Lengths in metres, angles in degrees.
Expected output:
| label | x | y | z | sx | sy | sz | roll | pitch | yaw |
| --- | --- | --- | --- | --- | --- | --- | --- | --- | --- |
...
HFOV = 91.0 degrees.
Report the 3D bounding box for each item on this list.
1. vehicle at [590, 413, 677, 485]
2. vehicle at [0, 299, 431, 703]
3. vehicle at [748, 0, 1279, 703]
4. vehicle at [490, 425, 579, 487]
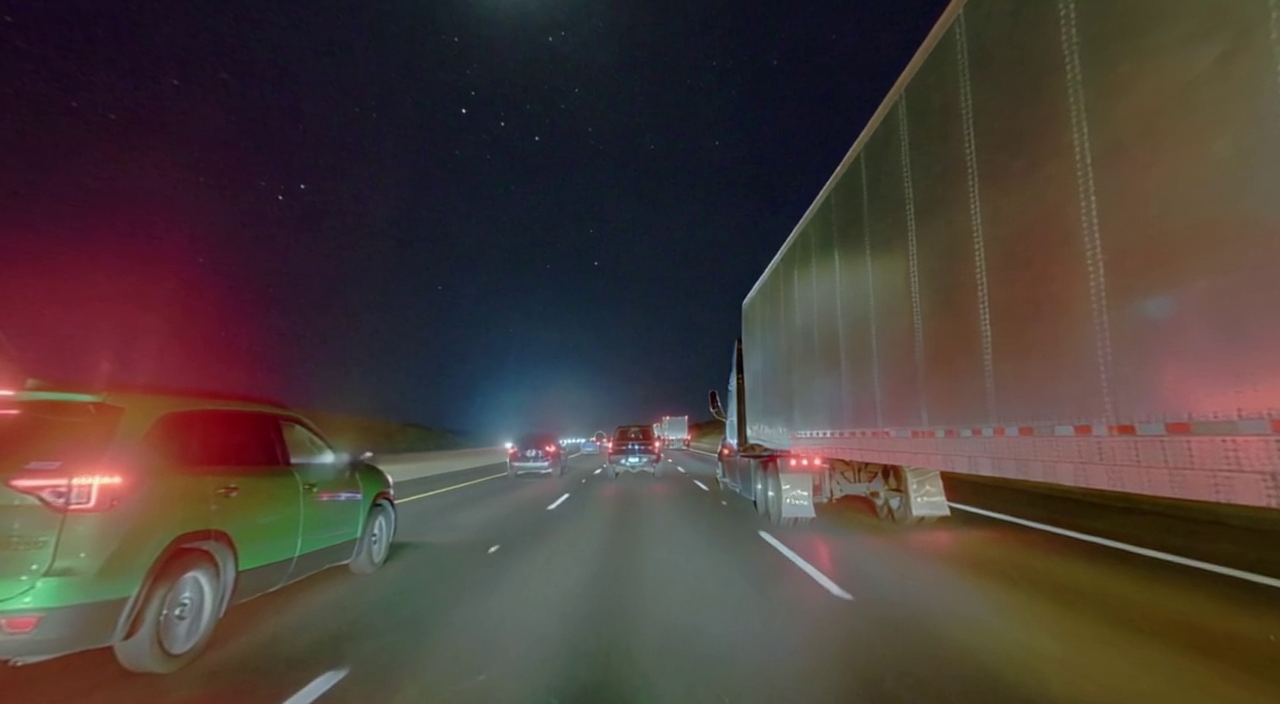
| label | x | y | z | sx | sy | sz | roll | pitch | yaw |
| --- | --- | --- | --- | --- | --- | --- | --- | --- | --- |
| vehicle | -0.205 | 3.439 | 22.532 | 2.704 | 2.216 | 5.804 | 0 | -8 | 0 |
| vehicle | -3.396 | 1.027 | 4.322 | 2.193 | 1.803 | 4.958 | 0 | -8 | 0 |
| vehicle | 3.594 | -0.119 | 4.556 | 2.852 | 4.121 | 16.210 | 0 | -8 | 0 |
| vehicle | -3.352 | 3.440 | 21.033 | 2.120 | 1.812 | 4.659 | 0 | -8 | 1 |
